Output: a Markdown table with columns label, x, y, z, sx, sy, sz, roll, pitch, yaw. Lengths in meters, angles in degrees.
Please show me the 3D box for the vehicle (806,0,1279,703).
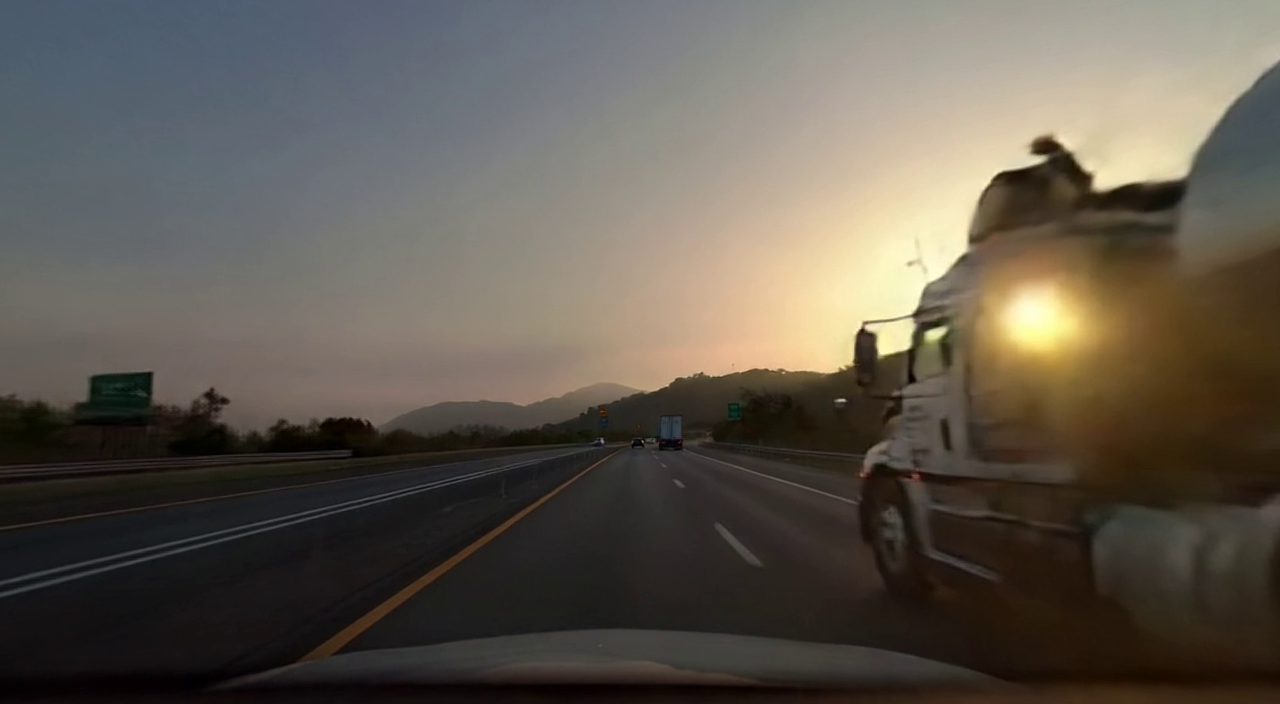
| label | x | y | z | sx | sy | sz | roll | pitch | yaw |
| --- | --- | --- | --- | --- | --- | --- | --- | --- | --- |
| vehicle | 3.162 | -0.193 | 2.650 | 2.962 | 3.845 | 6.332 | 0 | -8 | -2 |
